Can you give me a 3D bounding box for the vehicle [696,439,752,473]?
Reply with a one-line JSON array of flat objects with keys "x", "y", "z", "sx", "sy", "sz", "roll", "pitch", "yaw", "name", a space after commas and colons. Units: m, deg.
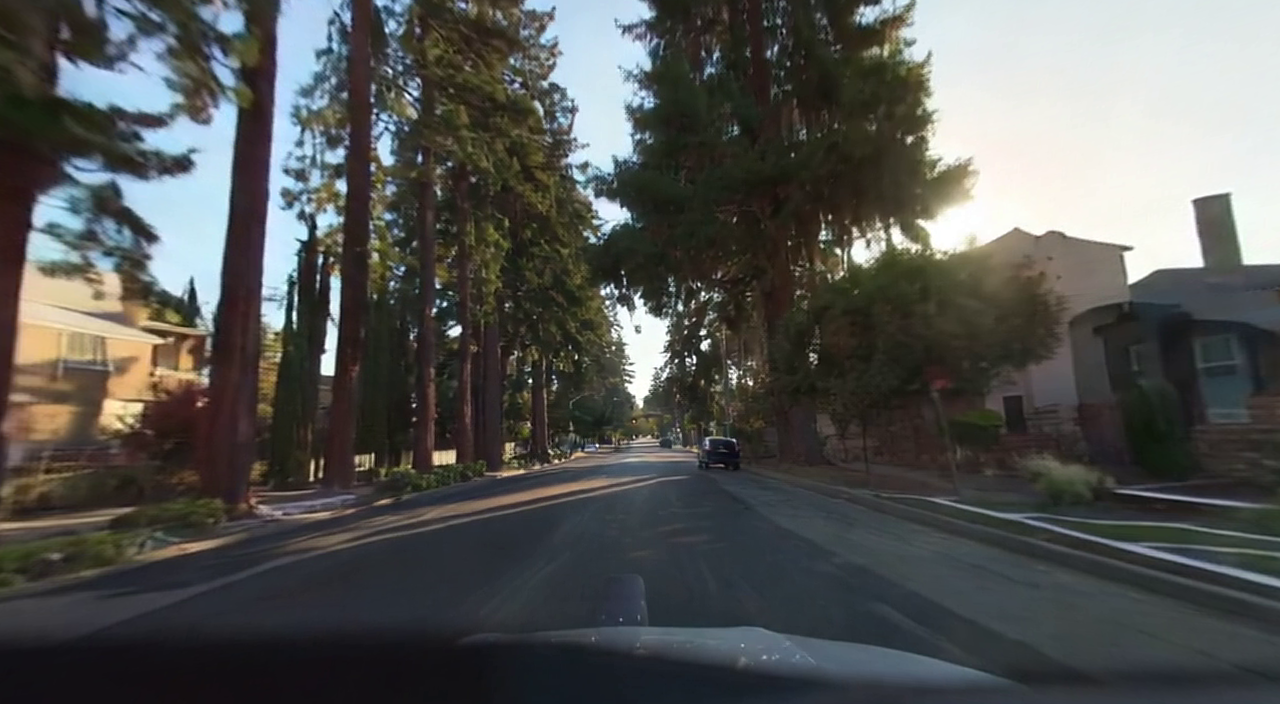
[{"x": 3.941, "y": 4.957, "z": 30.365, "sx": 2.013, "sy": 1.473, "sz": 4.329, "roll": 0, "pitch": -8, "yaw": -1, "name": "vehicle"}]
